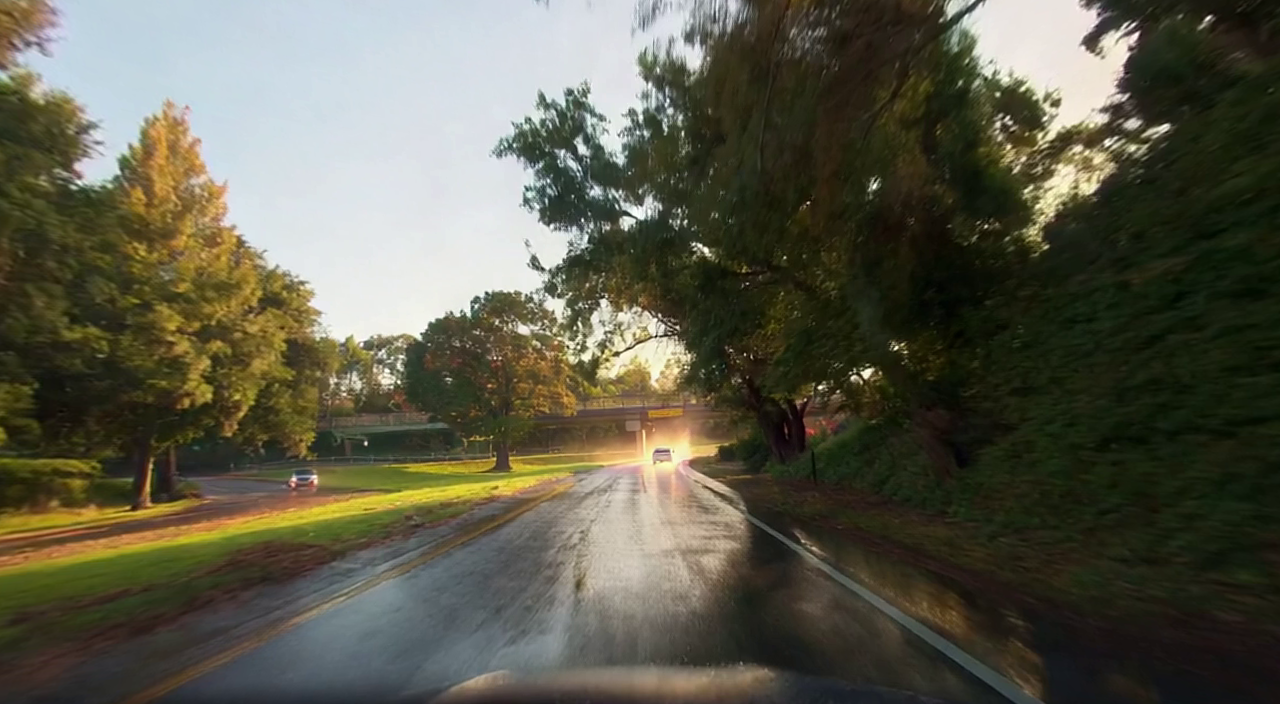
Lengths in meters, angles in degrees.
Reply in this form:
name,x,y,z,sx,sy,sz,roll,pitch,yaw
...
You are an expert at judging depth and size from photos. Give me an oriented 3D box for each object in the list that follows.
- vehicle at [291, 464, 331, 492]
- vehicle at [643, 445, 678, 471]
name,x,y,z,sx,sy,sz,roll,pitch,yaw
vehicle,-21.683,8.264,41.350,1.877,1.603,4.215,5,-10,-33
vehicle,1.223,6.368,37.950,1.980,1.449,3.650,-1,-9,2
